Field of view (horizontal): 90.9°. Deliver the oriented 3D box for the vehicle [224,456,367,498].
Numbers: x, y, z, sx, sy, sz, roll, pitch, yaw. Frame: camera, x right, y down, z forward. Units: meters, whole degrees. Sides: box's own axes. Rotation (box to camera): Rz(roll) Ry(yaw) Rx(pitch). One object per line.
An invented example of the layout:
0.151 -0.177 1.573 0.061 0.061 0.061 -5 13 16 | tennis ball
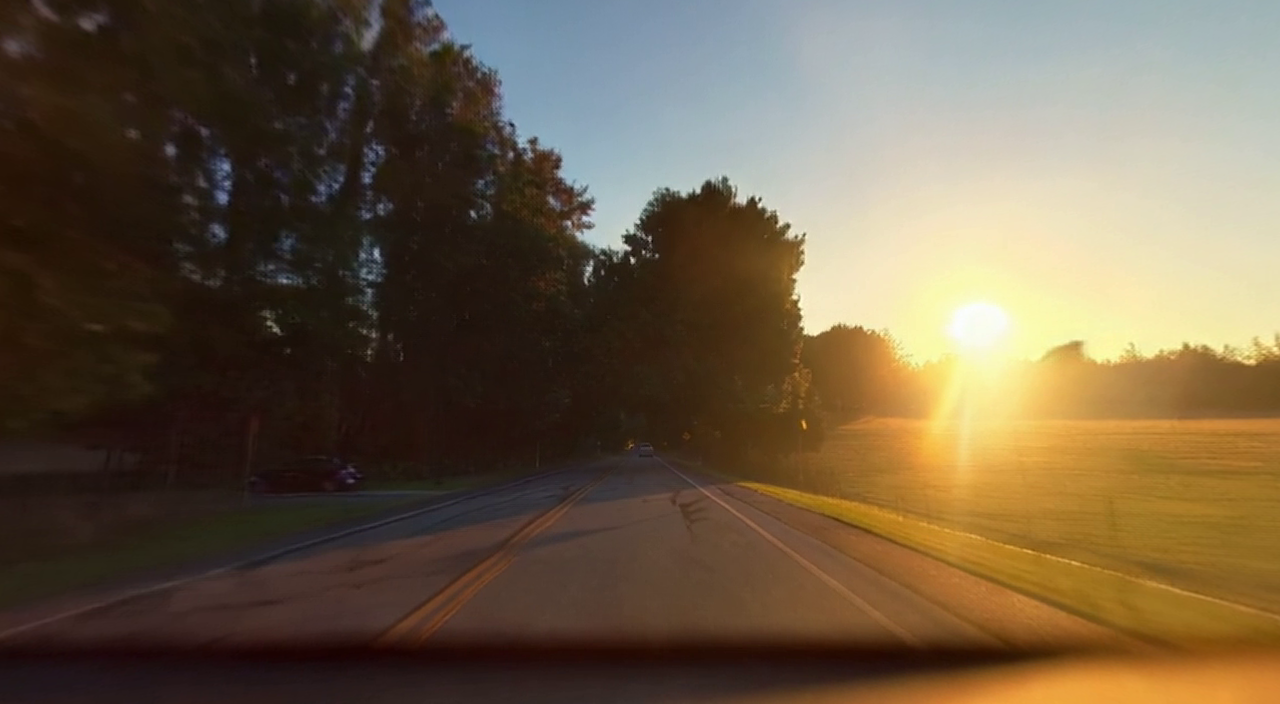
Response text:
-12.769 4.642 23.585 4.266 1.425 1.759 0 -9 -3 | vehicle
